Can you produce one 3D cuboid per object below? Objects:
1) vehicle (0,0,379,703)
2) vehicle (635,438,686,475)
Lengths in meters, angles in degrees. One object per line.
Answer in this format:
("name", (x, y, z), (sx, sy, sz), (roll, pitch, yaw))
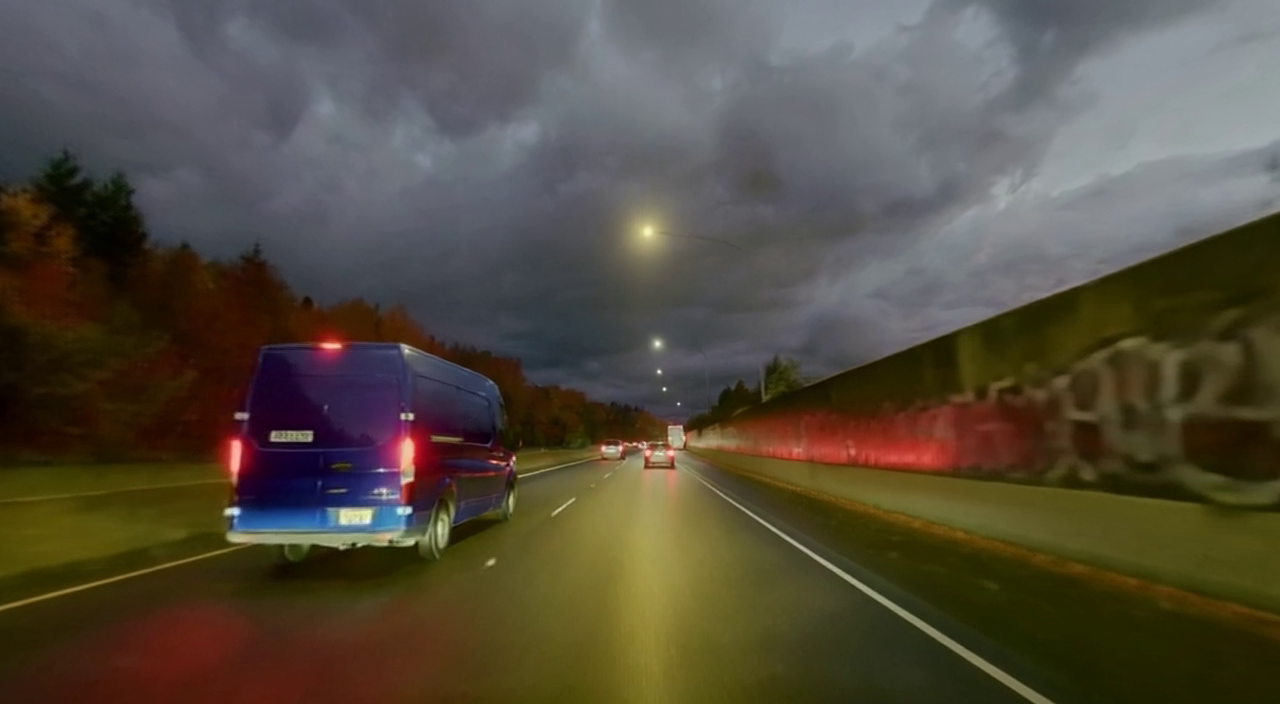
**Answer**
("vehicle", (-3.471, 0.159, 2.867), (2.334, 2.769, 5.087), (0, -8, -1))
("vehicle", (0.864, 4.513, 27.424), (2.071, 1.487, 3.948), (0, -8, 1))
